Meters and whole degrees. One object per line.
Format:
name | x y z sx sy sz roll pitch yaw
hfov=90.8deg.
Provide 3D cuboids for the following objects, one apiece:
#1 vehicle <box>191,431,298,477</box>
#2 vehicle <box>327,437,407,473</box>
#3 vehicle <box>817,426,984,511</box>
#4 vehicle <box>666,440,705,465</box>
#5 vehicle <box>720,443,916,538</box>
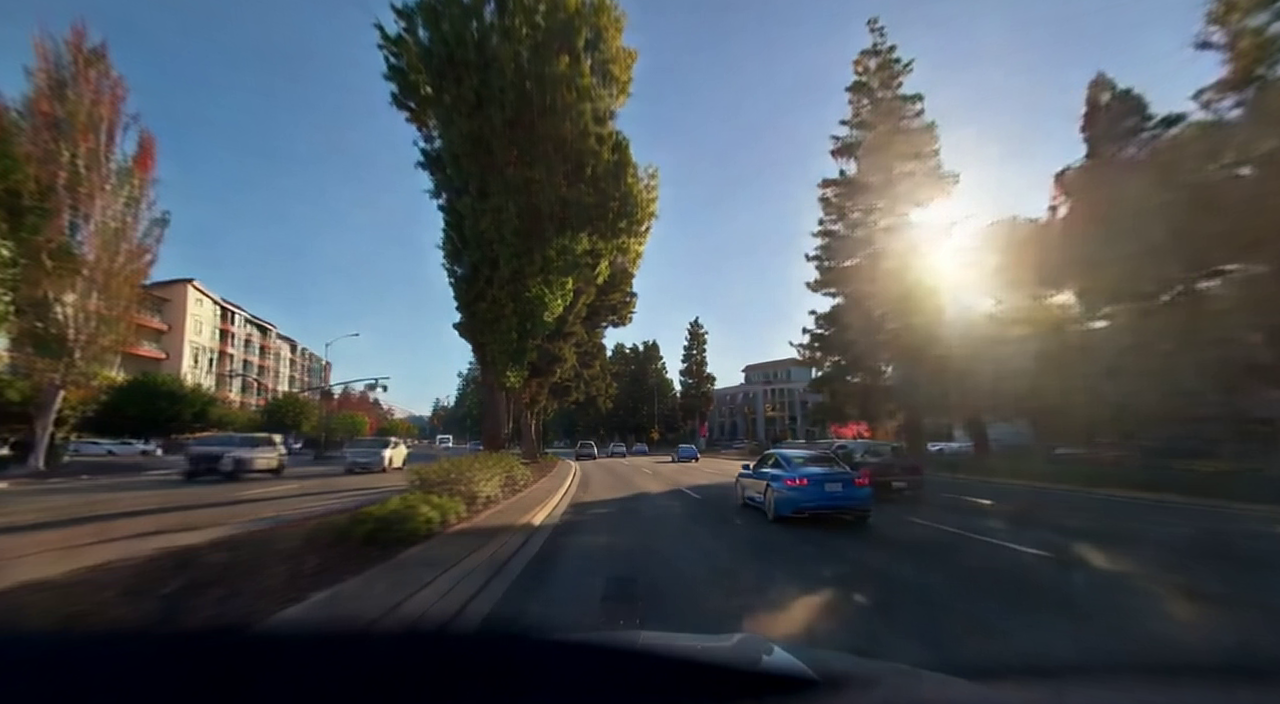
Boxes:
vehicle | -15.805 4.089 25.543 1.980 1.683 3.956 1 -8 -5
vehicle | -12.361 4.685 28.924 1.921 1.472 4.550 1 -8 -4
vehicle | 6.048 2.746 15.355 1.987 1.730 4.373 0 -8 -3
vehicle | 3.172 7.143 45.144 1.931 1.685 4.054 1 -9 -8
vehicle | 2.861 2.332 11.364 1.990 1.347 4.388 1 -8 -4
